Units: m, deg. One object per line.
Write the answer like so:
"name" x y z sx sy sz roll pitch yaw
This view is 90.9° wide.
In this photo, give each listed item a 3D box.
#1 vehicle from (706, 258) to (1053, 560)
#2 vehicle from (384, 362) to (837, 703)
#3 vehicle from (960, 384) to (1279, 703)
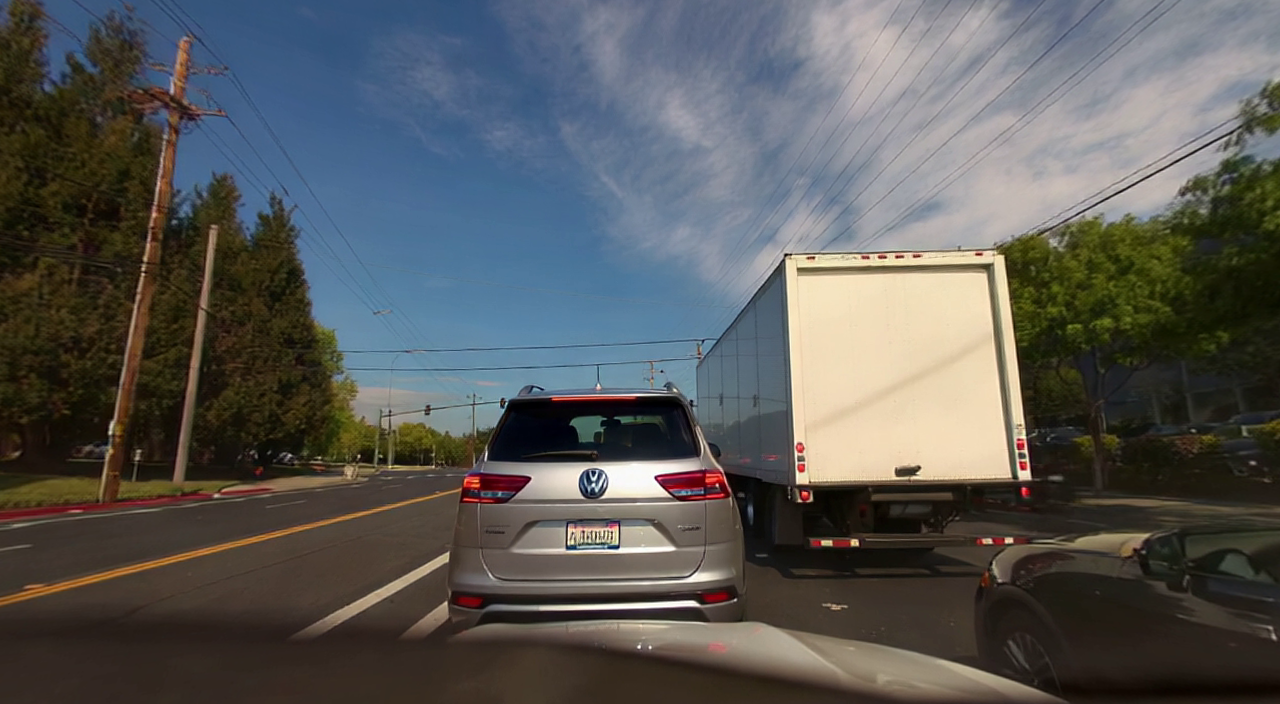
"vehicle" 3.224 1.255 11.834 2.915 3.559 8.848 0 -8 -1
"vehicle" -0.132 1.223 5.133 2.114 1.732 4.230 0 -8 0
"vehicle" 2.833 0.747 1.193 1.971 1.484 4.728 0 -8 0
